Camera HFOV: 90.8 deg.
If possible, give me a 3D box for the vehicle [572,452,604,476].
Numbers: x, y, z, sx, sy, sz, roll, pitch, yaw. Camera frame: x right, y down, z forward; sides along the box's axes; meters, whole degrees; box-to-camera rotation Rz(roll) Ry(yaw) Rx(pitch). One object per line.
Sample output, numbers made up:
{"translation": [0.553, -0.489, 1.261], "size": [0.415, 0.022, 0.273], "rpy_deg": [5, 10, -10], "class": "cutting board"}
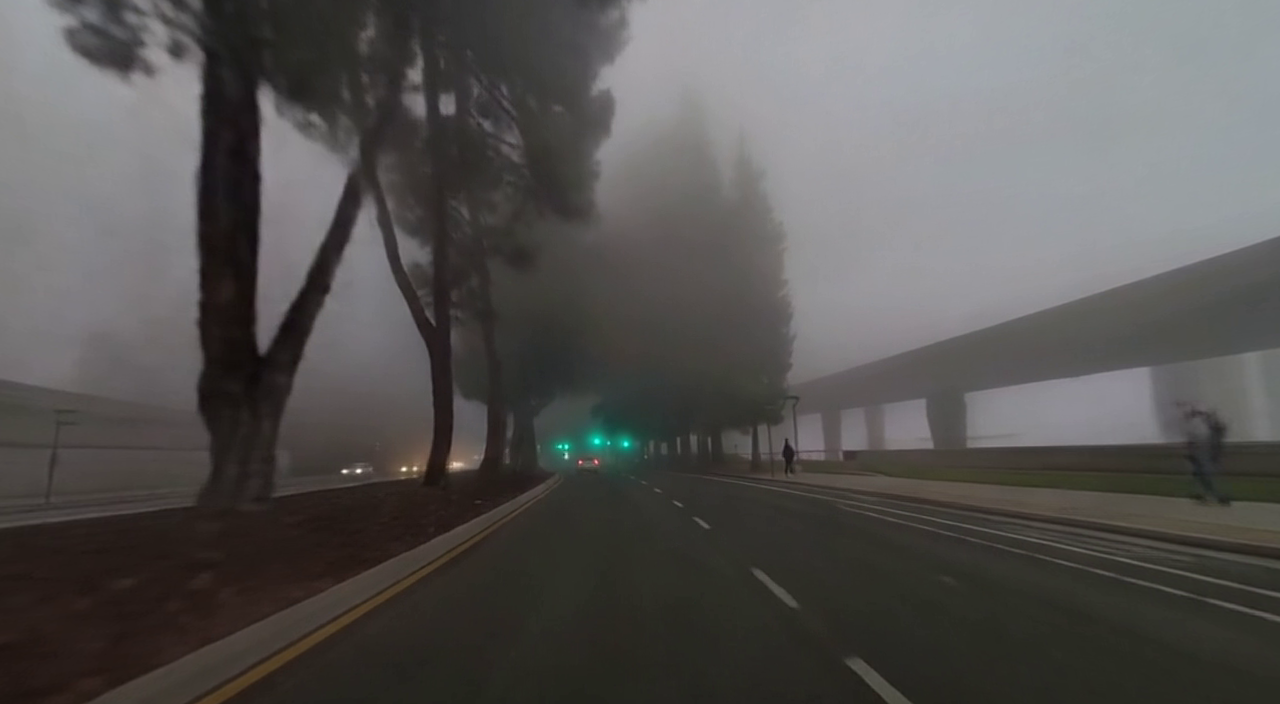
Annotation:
{"translation": [-4.092, 8.655, 49.150], "size": [2.184, 1.713, 4.231], "rpy_deg": [1, -9, -9], "class": "vehicle"}
